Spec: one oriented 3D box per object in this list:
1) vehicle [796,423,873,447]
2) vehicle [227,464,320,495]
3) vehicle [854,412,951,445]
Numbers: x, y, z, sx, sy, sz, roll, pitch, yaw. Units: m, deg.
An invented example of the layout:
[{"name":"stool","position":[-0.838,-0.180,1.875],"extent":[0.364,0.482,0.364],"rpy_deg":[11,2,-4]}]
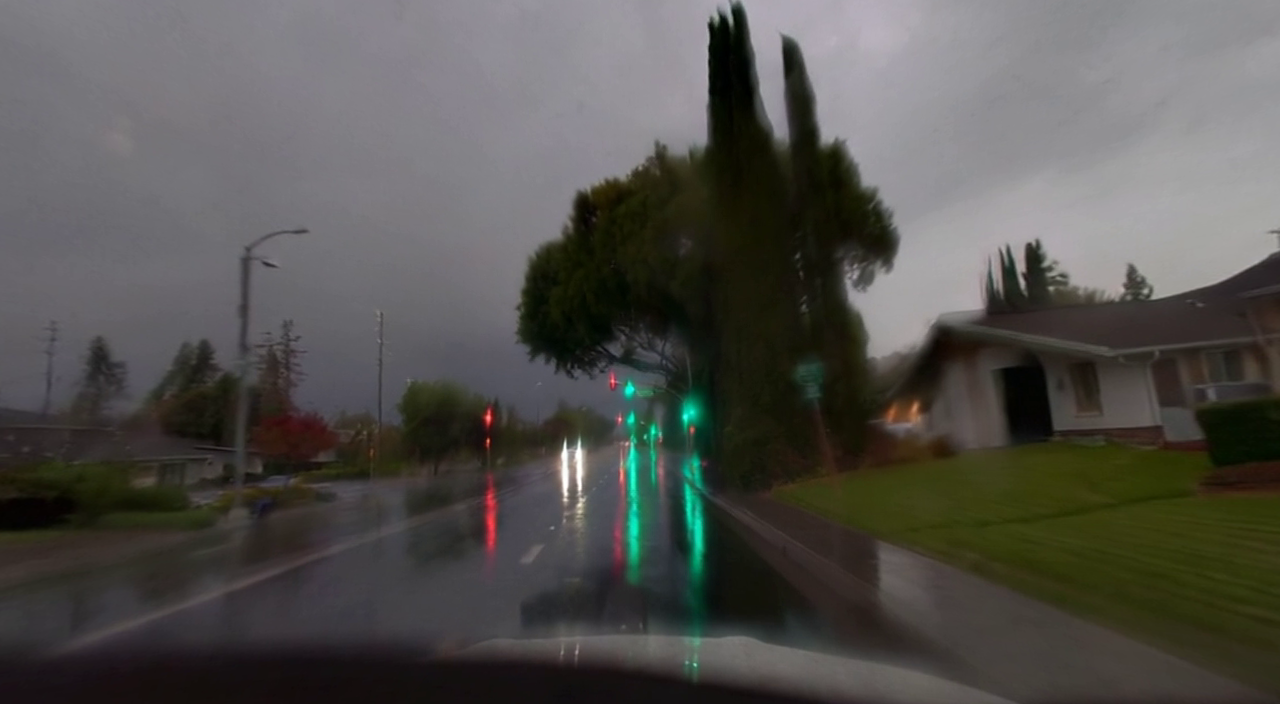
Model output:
[{"name":"vehicle","position":[13.165,5.655,42.722],"extent":[4.580,1.534,1.919],"rpy_deg":[0,-8,-1]},{"name":"vehicle","position":[-24.603,8.528,42.239],"extent":[4.933,1.792,2.133],"rpy_deg":[0,-8,4]},{"name":"vehicle","position":[14.143,4.158,34.023],"extent":[4.319,1.700,2.034],"rpy_deg":[0,-8,0]}]
